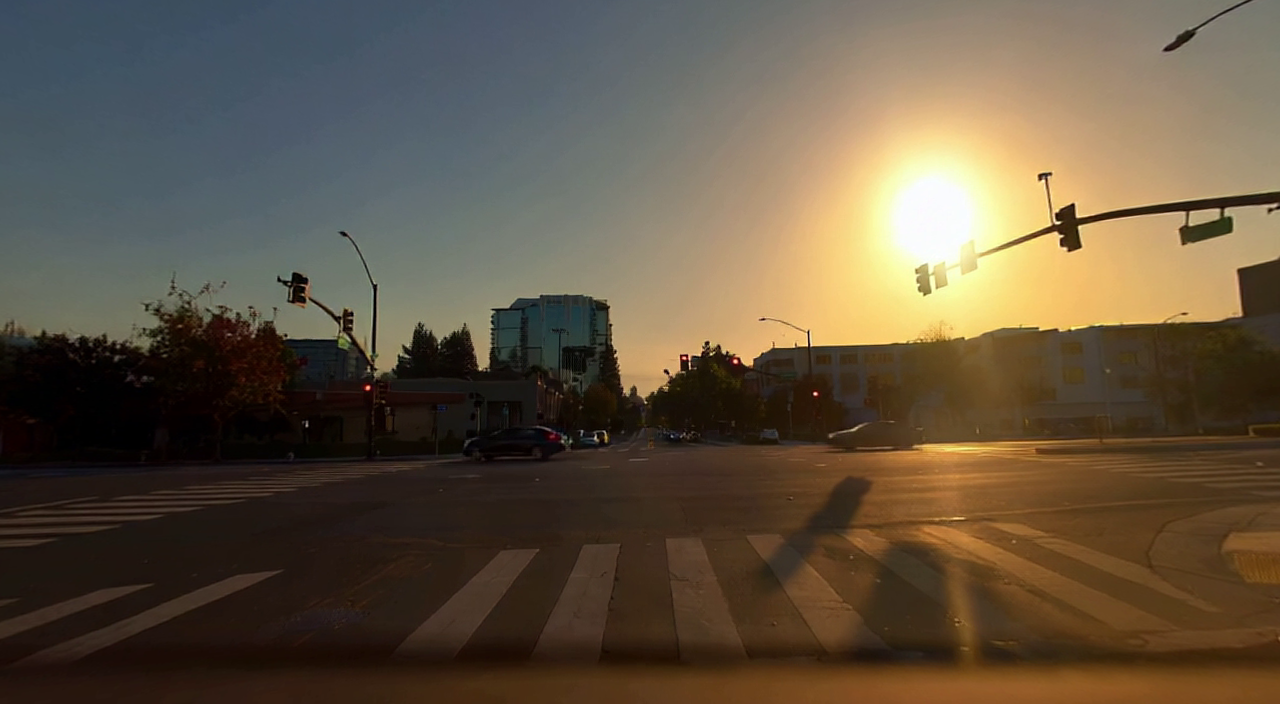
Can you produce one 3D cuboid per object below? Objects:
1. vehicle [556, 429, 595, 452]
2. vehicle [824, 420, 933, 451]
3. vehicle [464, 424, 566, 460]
[{"bbox_3d":[-4.389,6.169,43.784,1.919,1.467,4.086,-1,-9,5],"label":"vehicle"},{"bbox_3d":[11.474,4.067,30.520,4.510,1.431,1.884,1,-9,-8],"label":"vehicle"},{"bbox_3d":[-5.587,4.113,28.729,4.407,1.569,1.859,1,-9,-7],"label":"vehicle"}]
